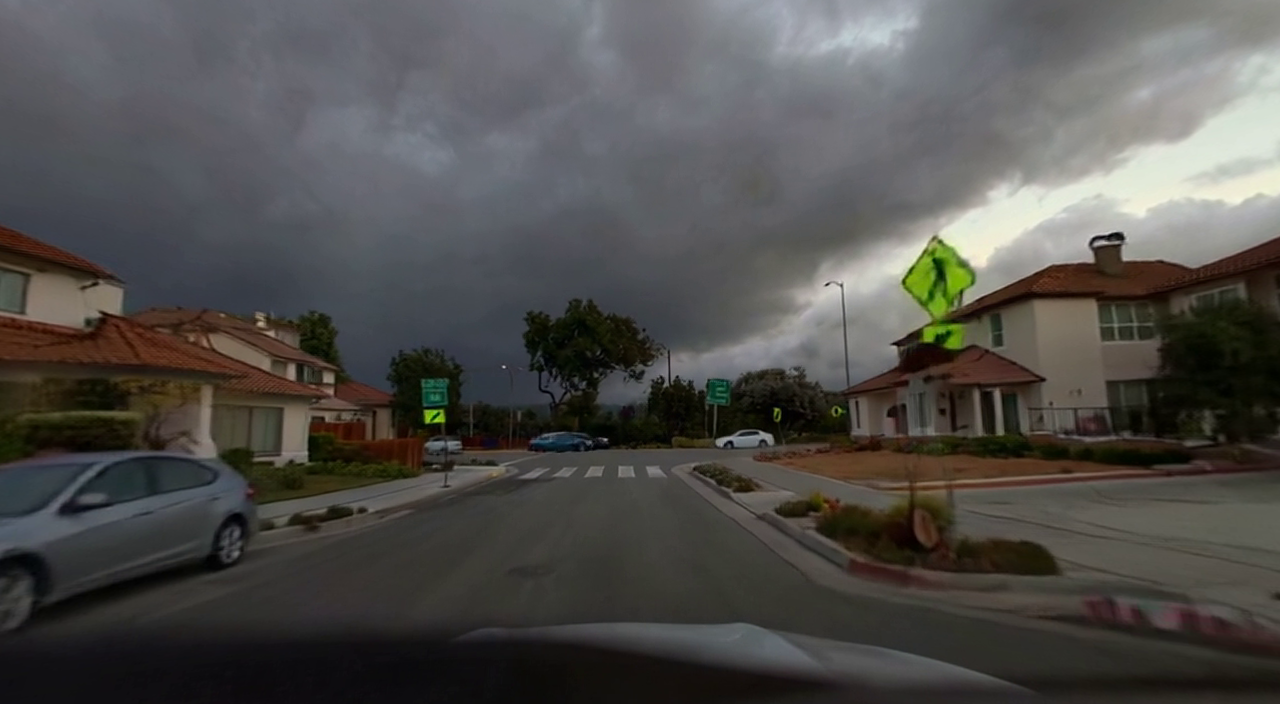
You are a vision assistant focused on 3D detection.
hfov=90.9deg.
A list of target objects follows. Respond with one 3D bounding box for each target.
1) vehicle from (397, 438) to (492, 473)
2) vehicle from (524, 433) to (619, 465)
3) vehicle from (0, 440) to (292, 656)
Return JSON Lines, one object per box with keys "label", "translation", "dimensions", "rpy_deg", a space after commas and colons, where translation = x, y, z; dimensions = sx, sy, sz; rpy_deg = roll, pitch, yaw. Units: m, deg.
{"label": "vehicle", "translation": [-10.276, 5.405, 33.269], "dimensions": [4.639, 1.700, 2.002], "rpy_deg": [2, -8, -17]}
{"label": "vehicle", "translation": [-4.048, 5.736, 37.556], "dimensions": [5.181, 1.768, 2.139], "rpy_deg": [4, -9, -26]}
{"label": "vehicle", "translation": [-5.373, 1.564, 5.831], "dimensions": [1.919, 1.464, 4.155], "rpy_deg": [0, -8, 0]}
